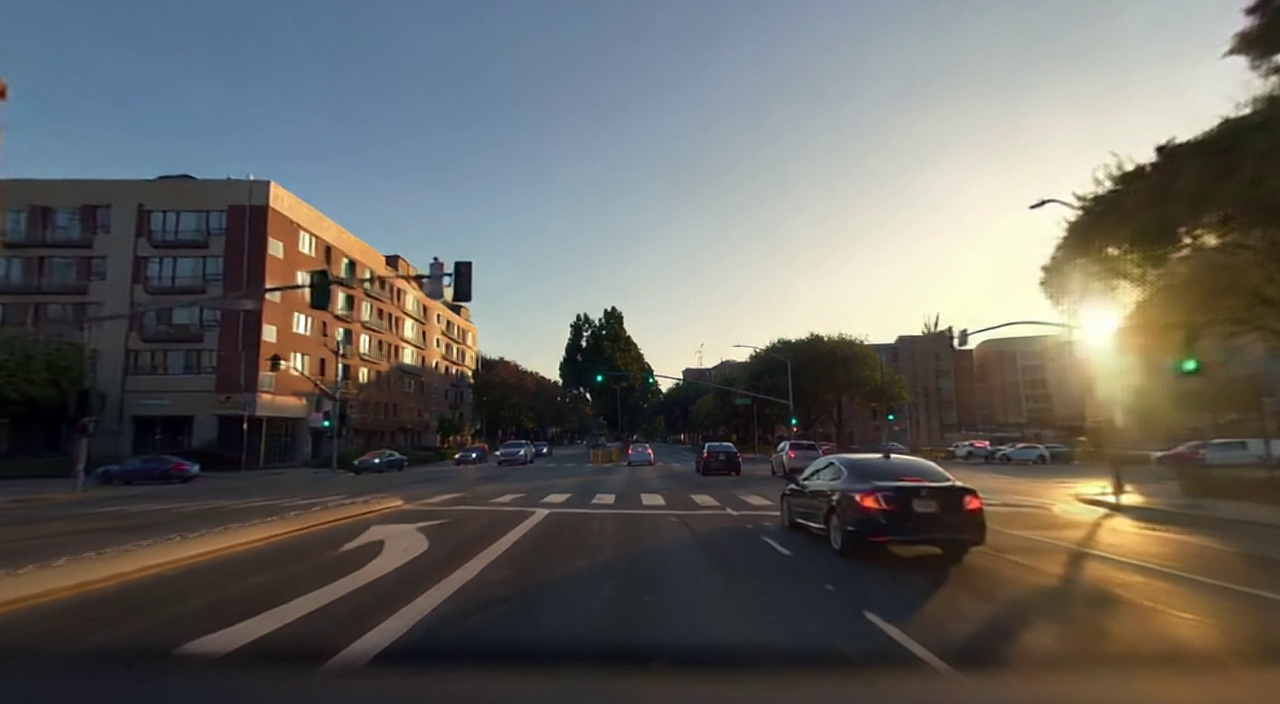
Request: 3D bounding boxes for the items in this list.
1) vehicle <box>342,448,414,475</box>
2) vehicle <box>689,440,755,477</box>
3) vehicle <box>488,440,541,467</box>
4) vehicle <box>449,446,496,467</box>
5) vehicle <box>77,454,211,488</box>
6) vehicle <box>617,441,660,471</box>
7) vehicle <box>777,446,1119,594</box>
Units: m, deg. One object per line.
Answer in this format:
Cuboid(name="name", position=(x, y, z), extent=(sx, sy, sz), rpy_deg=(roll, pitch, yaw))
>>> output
Cuboid(name="vehicle", position=(-15.310, 6.402, 37.188), extent=(2.144, 1.463, 4.701), rpy_deg=(0, -8, 1))
Cuboid(name="vehicle", position=(3.585, 4.761, 28.484), extent=(2.226, 1.490, 4.593), rpy_deg=(0, -8, -2))
Cuboid(name="vehicle", position=(-8.494, 6.919, 43.223), extent=(2.590, 1.769, 4.827), rpy_deg=(0, -8, 0))
Cuboid(name="vehicle", position=(-12.219, 7.638, 46.385), extent=(2.181, 1.440, 4.253), rpy_deg=(0, -8, 1))
Cuboid(name="vehicle", position=(-23.565, 5.638, 30.143), extent=(4.751, 1.501, 2.147), rpy_deg=(-1, -8, 5))
Cuboid(name="vehicle", position=(-0.095, 5.468, 33.361), extent=(2.143, 1.480, 4.006), rpy_deg=(0, -8, 0))
Cuboid(name="vehicle", position=(3.308, 1.868, 8.028), extent=(2.080, 1.321, 4.382), rpy_deg=(0, -8, -1))
